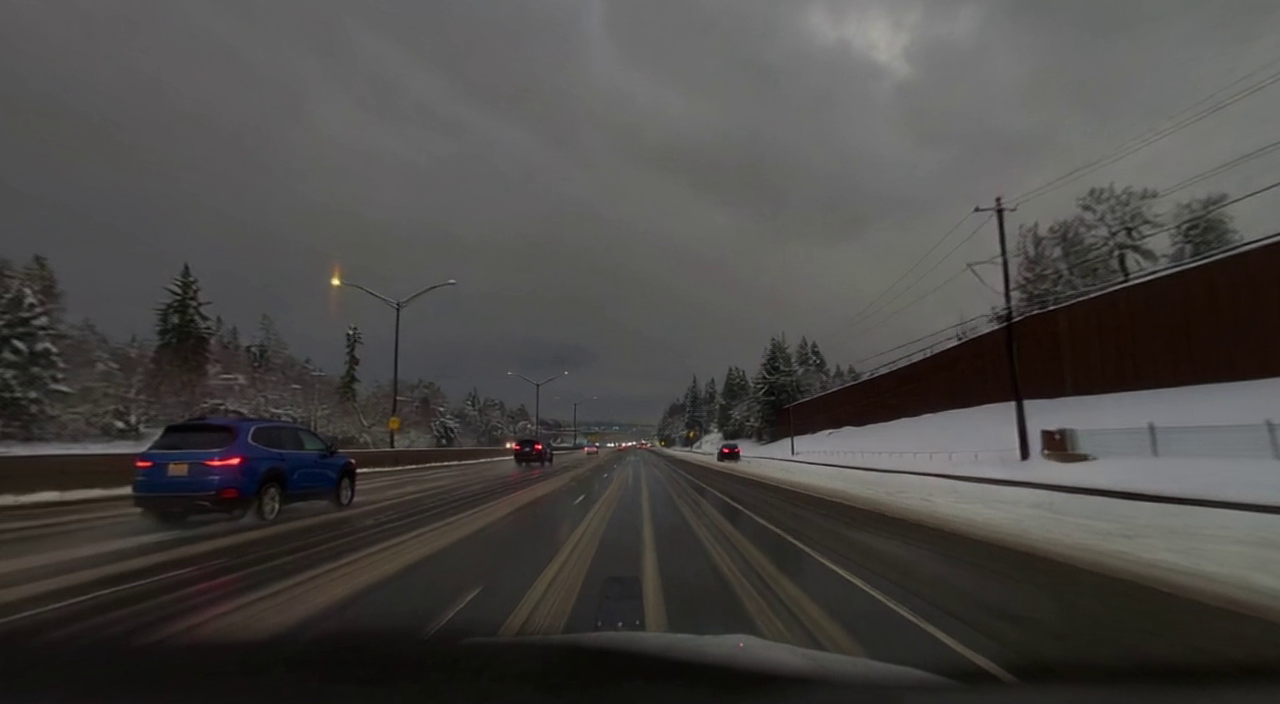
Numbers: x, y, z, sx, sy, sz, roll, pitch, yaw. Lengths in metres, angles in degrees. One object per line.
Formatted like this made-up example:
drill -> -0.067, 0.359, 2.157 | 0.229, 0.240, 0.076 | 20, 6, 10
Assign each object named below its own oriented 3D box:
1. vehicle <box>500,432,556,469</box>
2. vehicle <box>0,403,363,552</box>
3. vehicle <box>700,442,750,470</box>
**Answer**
vehicle -> -6.277, 5.594, 36.008 | 2.255, 1.934, 4.868 | 0, -9, 1
vehicle -> -6.358, 1.797, 9.640 | 2.058, 1.698, 4.567 | 0, -9, 1
vehicle -> 4.937, 6.099, 37.103 | 2.251, 1.520, 4.550 | 1, -9, -1
